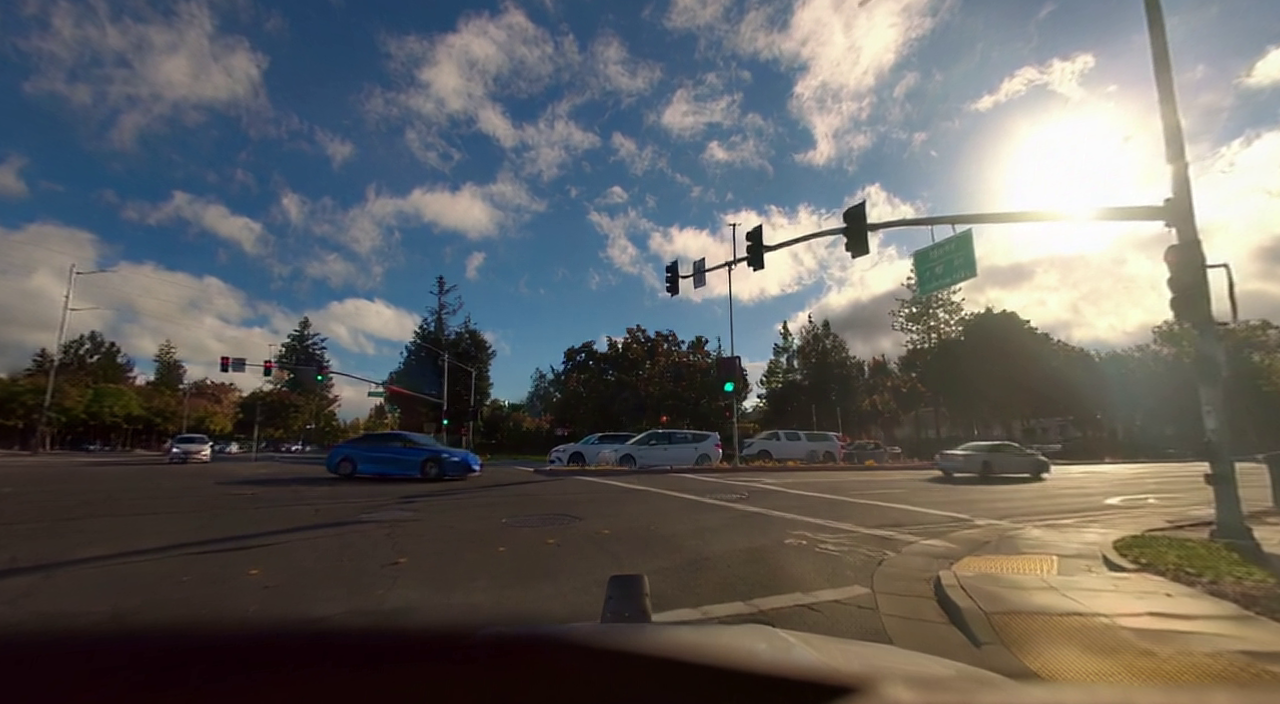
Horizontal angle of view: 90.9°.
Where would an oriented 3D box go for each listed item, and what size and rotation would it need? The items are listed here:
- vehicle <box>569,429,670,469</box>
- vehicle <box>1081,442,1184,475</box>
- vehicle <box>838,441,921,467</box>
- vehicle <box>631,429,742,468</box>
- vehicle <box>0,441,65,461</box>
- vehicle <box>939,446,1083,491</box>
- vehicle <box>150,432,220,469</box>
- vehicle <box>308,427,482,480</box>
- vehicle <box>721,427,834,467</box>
[{"bbox_3d":[-0.950,4.565,29.842,4.360,1.749,1.895,4,-10,-28],"label":"vehicle"},{"bbox_3d":[23.822,5.123,30.450,5.032,1.473,1.827,4,-9,-26],"label":"vehicle"},{"bbox_3d":[13.931,5.929,36.677,4.457,1.429,1.862,4,-9,-25],"label":"vehicle"},{"bbox_3d":[2.044,4.201,27.548,4.483,1.589,1.852,4,-9,-26],"label":"vehicle"},{"bbox_3d":[-46.404,7.399,47.091,4.589,1.462,1.953,2,-9,-12],"label":"vehicle"},{"bbox_3d":[12.481,3.845,21.202,4.425,1.366,1.865,4,-9,-24],"label":"vehicle"},{"bbox_3d":[-24.861,5.352,34.356,2.450,1.807,5.332,7,-11,-41],"label":"vehicle"},{"bbox_3d":[-7.358,3.019,18.962,4.686,1.425,2.018,-3,-9,22],"label":"vehicle"},{"bbox_3d":[7.431,5.143,33.879,5.791,1.964,2.199,5,-10,-25],"label":"vehicle"}]
